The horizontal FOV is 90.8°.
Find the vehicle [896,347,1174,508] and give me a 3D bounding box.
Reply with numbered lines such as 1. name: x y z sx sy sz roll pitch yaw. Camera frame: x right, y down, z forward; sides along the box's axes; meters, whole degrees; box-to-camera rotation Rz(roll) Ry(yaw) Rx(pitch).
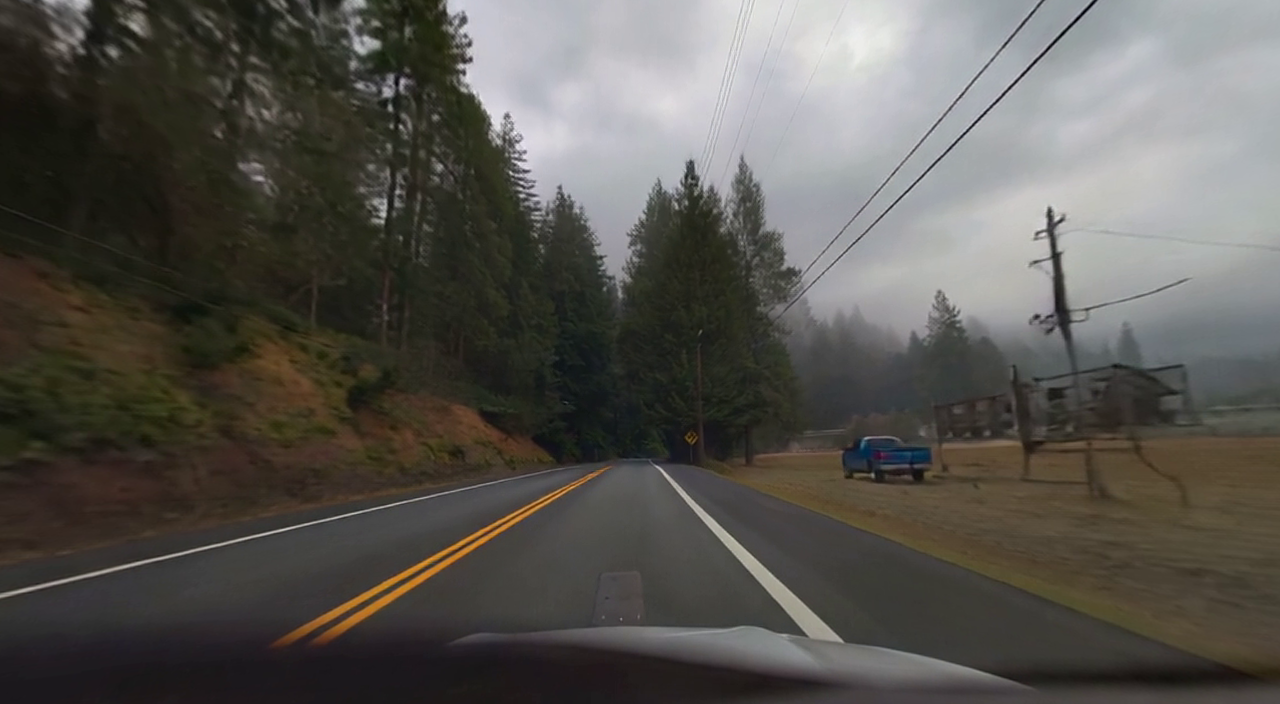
1. vehicle: 14.748 3.479 26.921 3.172 4.493 18.371 -2 -9 10

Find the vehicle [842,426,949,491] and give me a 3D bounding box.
1. vehicle: 12.158 5.088 30.785 2.986 2.613 6.442 -5 -8 6
